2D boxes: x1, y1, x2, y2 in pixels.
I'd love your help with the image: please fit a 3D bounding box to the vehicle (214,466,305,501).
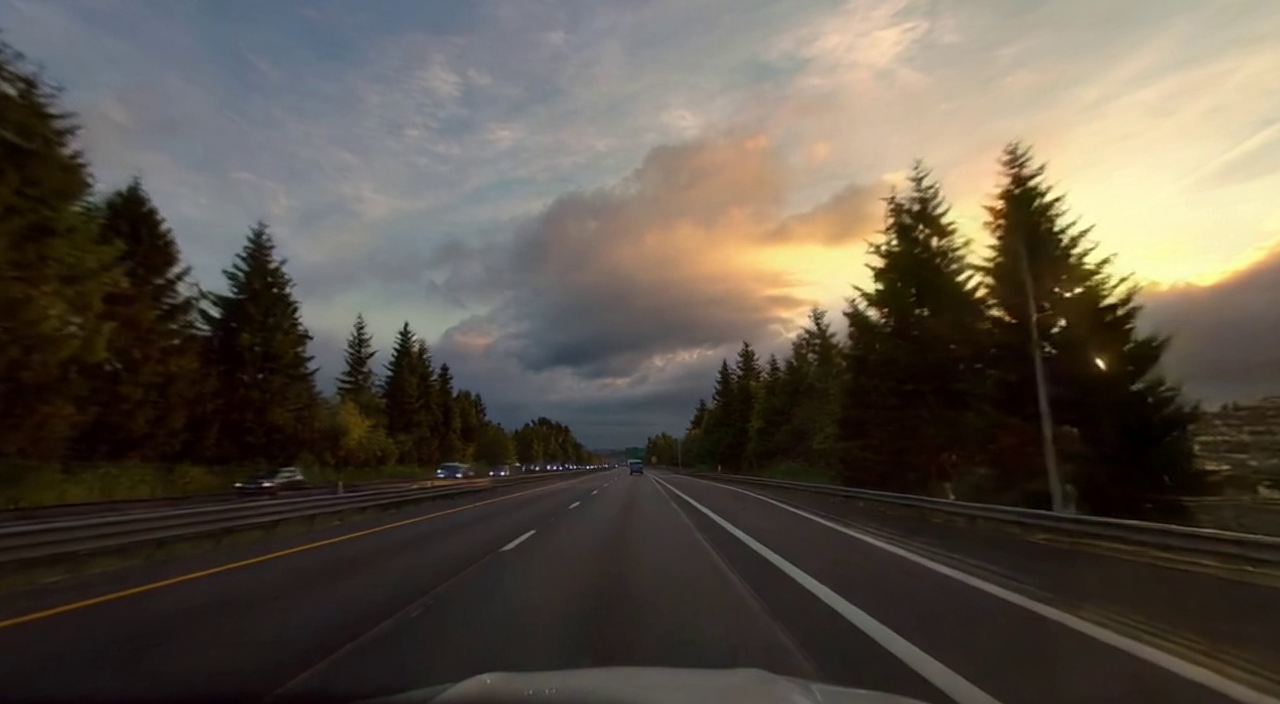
[{"bbox_3d":[-16.967,5.847,28.290,1.686,1.428,3.761,1,-10,0],"label":"vehicle"}]
